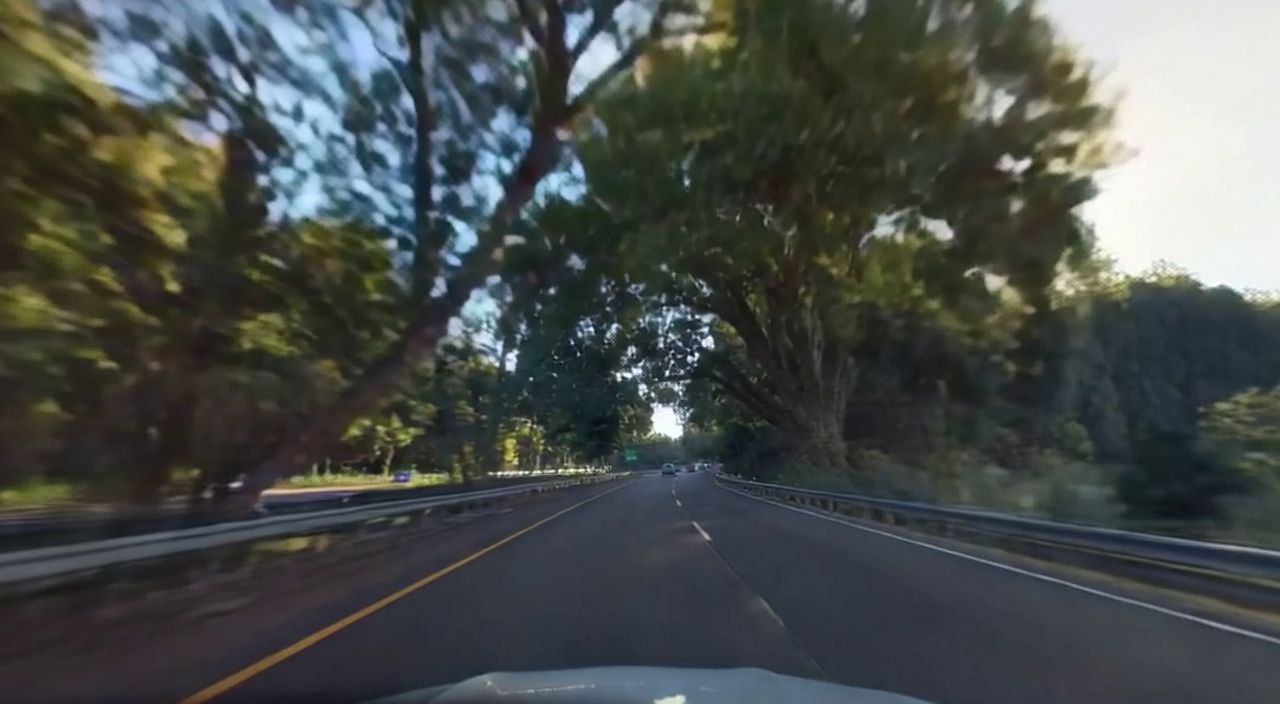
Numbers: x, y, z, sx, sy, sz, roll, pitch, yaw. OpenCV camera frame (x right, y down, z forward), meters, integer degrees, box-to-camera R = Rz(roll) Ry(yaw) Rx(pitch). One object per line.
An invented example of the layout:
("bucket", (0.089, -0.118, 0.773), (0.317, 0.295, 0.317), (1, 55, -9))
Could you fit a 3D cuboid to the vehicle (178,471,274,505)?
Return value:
("vehicle", (-20.539, 6.722, 31.384), (1.797, 1.516, 4.232), (1, -10, 1))
